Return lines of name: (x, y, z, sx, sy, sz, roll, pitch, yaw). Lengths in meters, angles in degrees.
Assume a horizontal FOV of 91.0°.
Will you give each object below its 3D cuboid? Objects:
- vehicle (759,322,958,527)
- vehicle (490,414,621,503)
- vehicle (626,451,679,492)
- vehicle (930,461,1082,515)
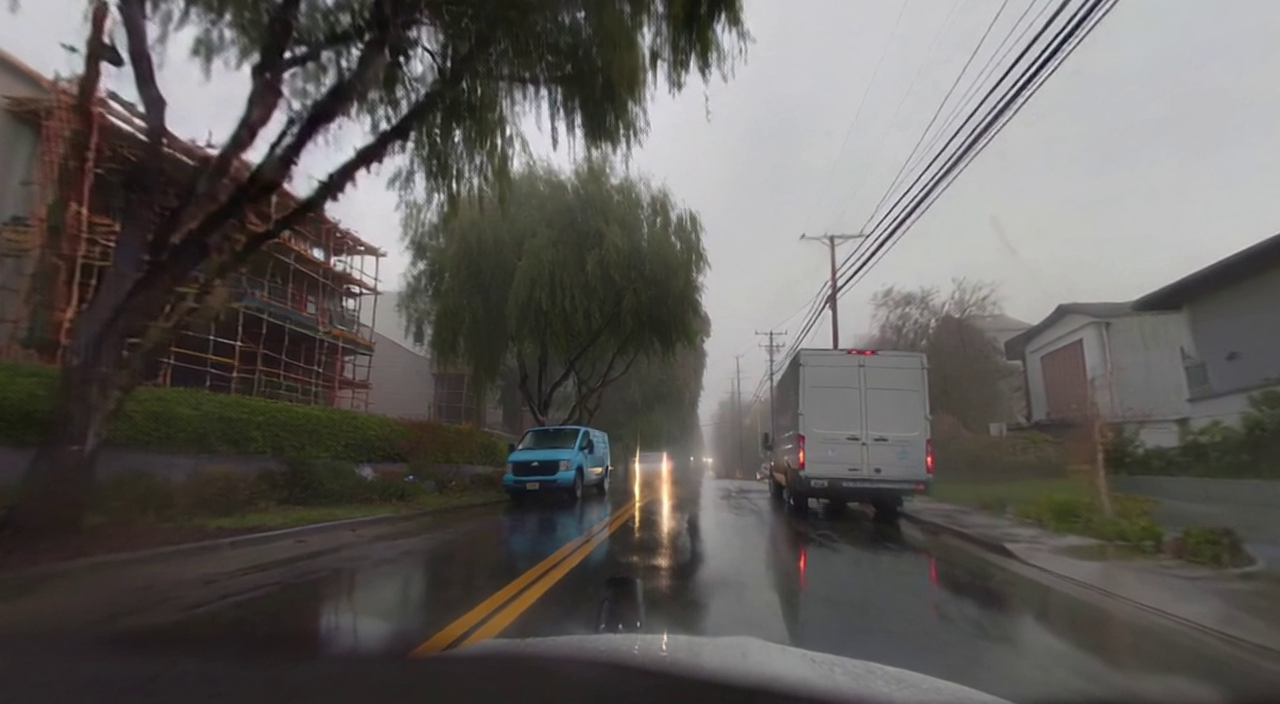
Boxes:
vehicle: (4.973, 2.073, 16.749, 2.915, 3.793, 9.963, 0, -9, 7)
vehicle: (-2.058, 2.709, 16.977, 2.171, 1.910, 4.789, -2, -5, 9)
vehicle: (0.779, 6.261, 33.412, 2.257, 1.916, 5.089, -1, -9, 8)
vehicle: (15.735, 5.832, 27.382, 5.321, 1.857, 1.976, -1, -3, 14)
